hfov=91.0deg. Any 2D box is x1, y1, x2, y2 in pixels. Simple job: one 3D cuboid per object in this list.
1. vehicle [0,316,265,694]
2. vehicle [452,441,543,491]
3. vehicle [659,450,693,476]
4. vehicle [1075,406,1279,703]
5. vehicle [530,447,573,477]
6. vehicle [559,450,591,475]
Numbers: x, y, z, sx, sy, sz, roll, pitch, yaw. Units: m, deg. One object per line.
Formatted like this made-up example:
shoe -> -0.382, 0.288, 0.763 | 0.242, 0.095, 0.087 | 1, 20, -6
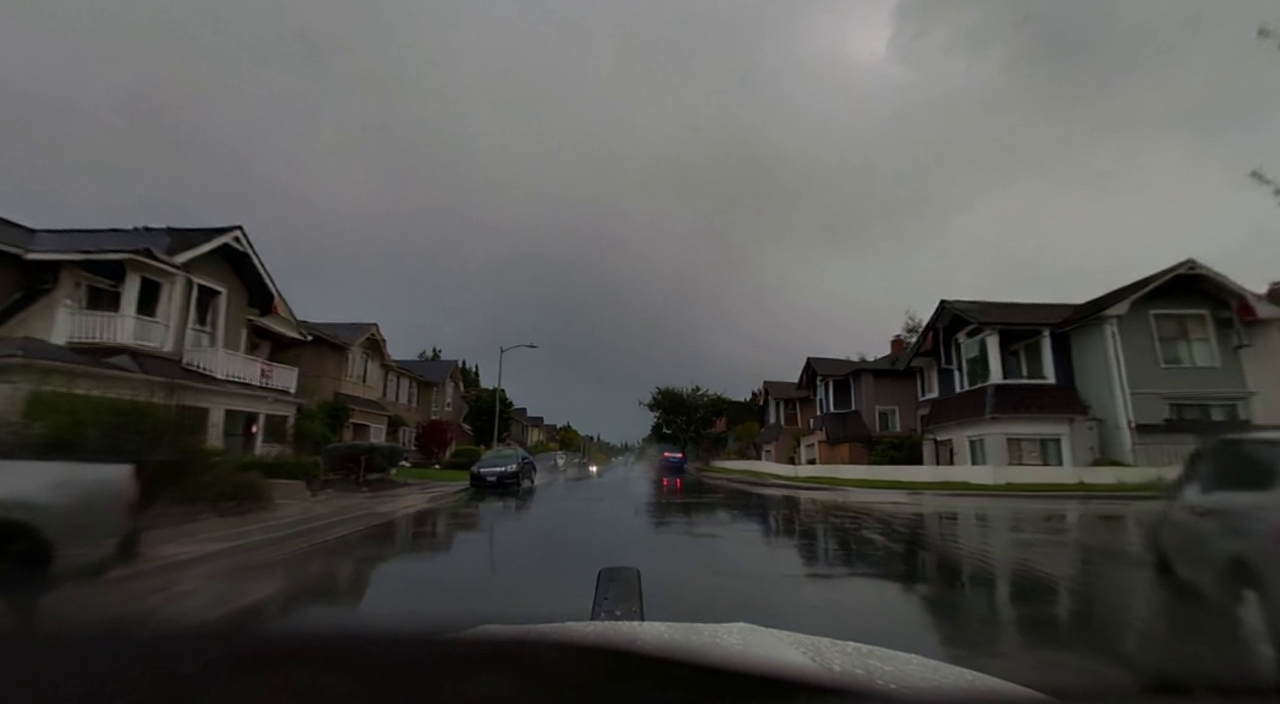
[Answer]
vehicle -> -4.203, 0.696, 2.326 | 2.131, 1.851, 5.650 | 1, -3, 1
vehicle -> -4.735, 3.842, 21.676 | 2.080, 1.471, 4.638 | 1, -9, 0
vehicle -> 2.390, 7.548, 43.026 | 1.888, 1.484, 4.476 | 1, -7, -2
vehicle -> 4.519, 1.190, 4.019 | 2.139, 1.533, 4.676 | -4, -8, 26
vehicle -> -5.033, 6.292, 36.411 | 2.020, 1.470, 5.300 | 0, -7, -3
vehicle -> -4.923, 8.402, 48.147 | 2.089, 1.508, 4.537 | 2, -6, -3
